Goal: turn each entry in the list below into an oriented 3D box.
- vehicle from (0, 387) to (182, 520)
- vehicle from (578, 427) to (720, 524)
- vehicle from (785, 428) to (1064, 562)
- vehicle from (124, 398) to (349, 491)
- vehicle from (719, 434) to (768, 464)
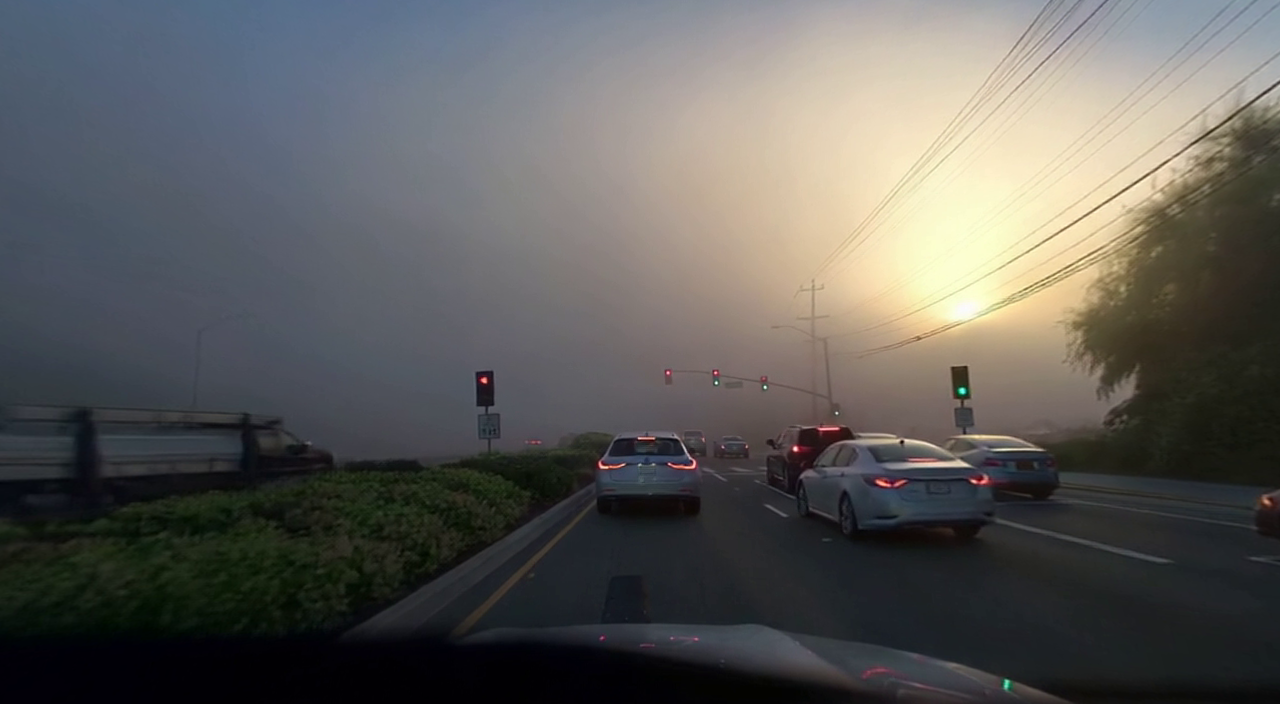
[{"bbox_3d":[-17.659,2.798,17.464,2.934,3.328,8.716,-1,-8,3],"label":"vehicle"},{"bbox_3d":[0.164,2.265,12.100,2.208,1.498,4.401,0,-8,1],"label":"vehicle"},{"bbox_3d":[3.653,1.915,9.255,2.028,1.454,4.531,0,-8,1],"label":"vehicle"},{"bbox_3d":[-17.072,4.098,28.018,3.085,3.375,9.783,-1,-8,3],"label":"vehicle"},{"bbox_3d":[5.507,5.227,34.069,1.995,1.491,4.133,0,-8,1],"label":"vehicle"}]
